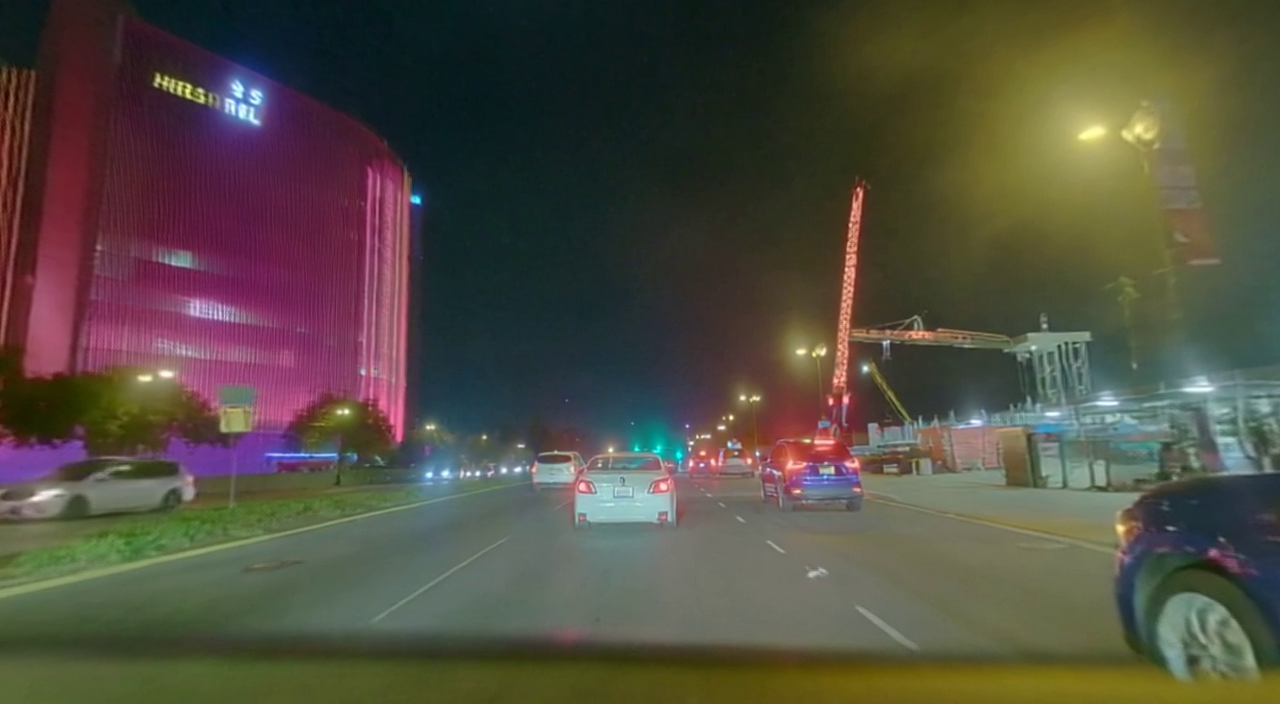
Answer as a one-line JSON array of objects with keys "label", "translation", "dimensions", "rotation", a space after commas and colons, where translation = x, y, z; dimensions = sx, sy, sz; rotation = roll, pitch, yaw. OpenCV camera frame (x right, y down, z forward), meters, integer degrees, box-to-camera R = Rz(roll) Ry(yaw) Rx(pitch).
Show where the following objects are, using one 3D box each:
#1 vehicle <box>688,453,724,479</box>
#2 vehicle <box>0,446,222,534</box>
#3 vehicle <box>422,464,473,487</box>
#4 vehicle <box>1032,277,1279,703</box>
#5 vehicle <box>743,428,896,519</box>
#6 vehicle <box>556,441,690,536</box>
[{"label": "vehicle", "translation": [4.442, 7.744, 43.052], "dimensions": [2.115, 1.636, 4.104], "rotation": [0, -8, 2]}, {"label": "vehicle", "translation": [-13.120, 3.230, 15.558], "dimensions": [2.136, 1.764, 4.855], "rotation": [-1, -8, 3]}, {"label": "vehicle", "translation": [-14.572, 9.330, 48.058], "dimensions": [2.078, 1.496, 4.769], "rotation": [-1, -8, 4]}, {"label": "vehicle", "translation": [3.561, 0.517, 1.251], "dimensions": [2.182, 1.954, 5.341], "rotation": [0, -8, 1]}, {"label": "vehicle", "translation": [4.007, 2.807, 15.167], "dimensions": [2.185, 1.797, 4.934], "rotation": [0, -8, 0]}, {"label": "vehicle", "translation": [-0.203, 2.491, 12.231], "dimensions": [2.131, 1.496, 4.193], "rotation": [0, -8, 2]}]
